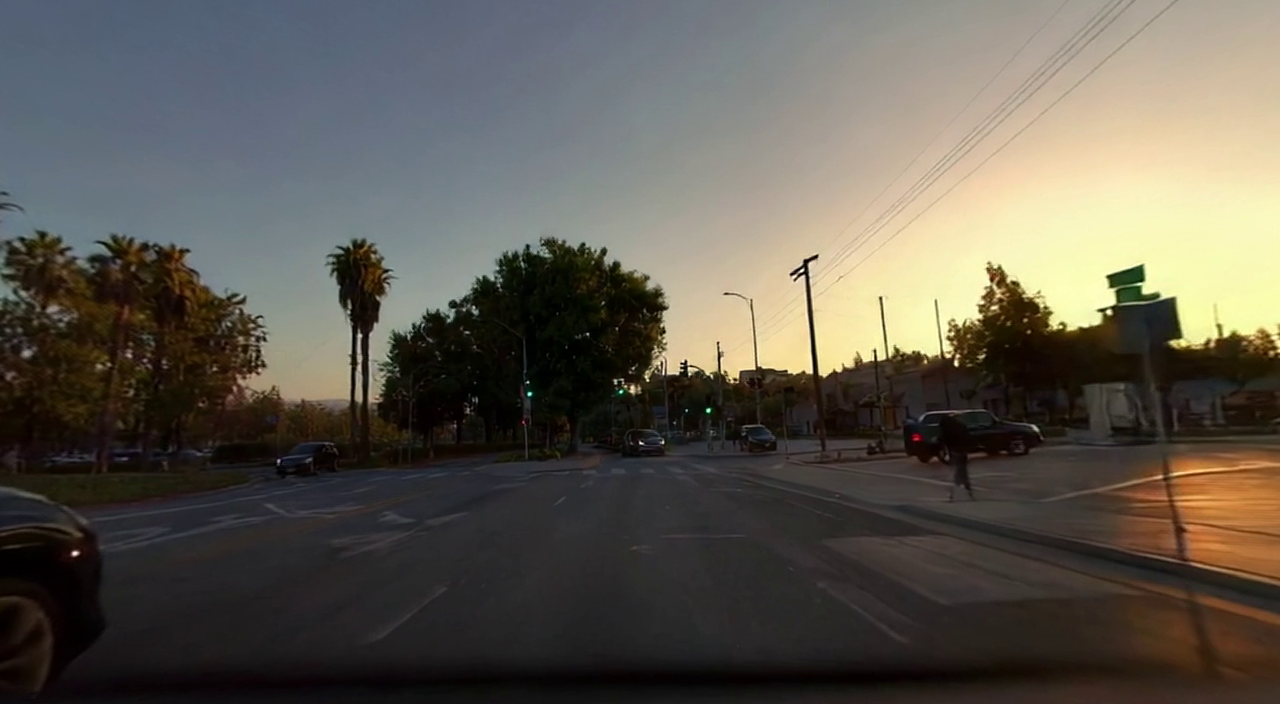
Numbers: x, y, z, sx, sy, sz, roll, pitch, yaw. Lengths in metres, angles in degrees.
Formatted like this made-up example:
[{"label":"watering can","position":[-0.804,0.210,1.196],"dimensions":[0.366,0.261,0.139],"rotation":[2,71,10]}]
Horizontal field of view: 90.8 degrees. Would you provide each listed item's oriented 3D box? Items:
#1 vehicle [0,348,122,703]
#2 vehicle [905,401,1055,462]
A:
[{"label":"vehicle","position":[-3.820,0.613,1.176],"dimensions":[2.062,1.728,4.246],"rotation":[0,-9,0]},{"label":"vehicle","position":[13.223,3.142,24.420],"dimensions":[6.059,2.082,2.703],"rotation":[6,-11,-37]}]
